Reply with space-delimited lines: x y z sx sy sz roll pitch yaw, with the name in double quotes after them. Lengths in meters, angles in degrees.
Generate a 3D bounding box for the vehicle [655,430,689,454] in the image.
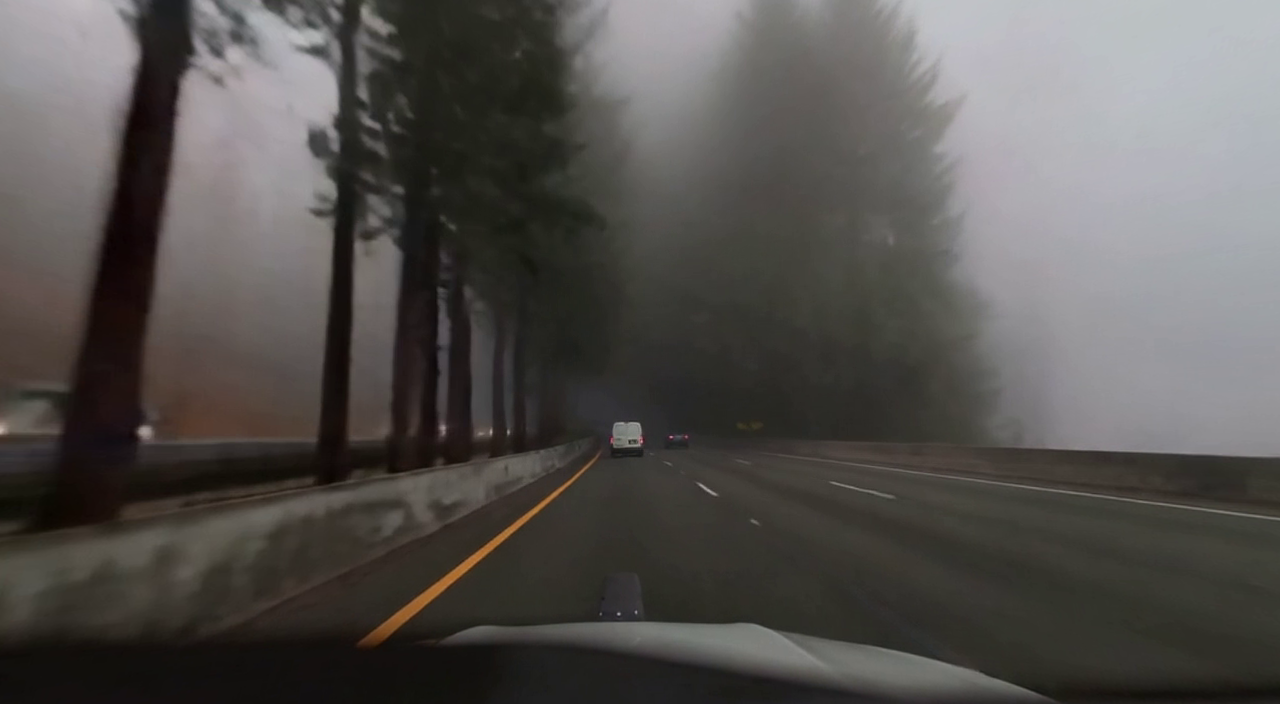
2.265 6.504 45.595 1.996 1.589 3.715 0 -8 -4 "vehicle"

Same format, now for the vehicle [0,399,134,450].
-19.444 2.443 20.937 1.966 1.528 3.953 0 -8 -1 "vehicle"

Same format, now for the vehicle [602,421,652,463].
-0.742 4.687 32.859 2.403 1.994 4.683 0 -8 -3 "vehicle"
